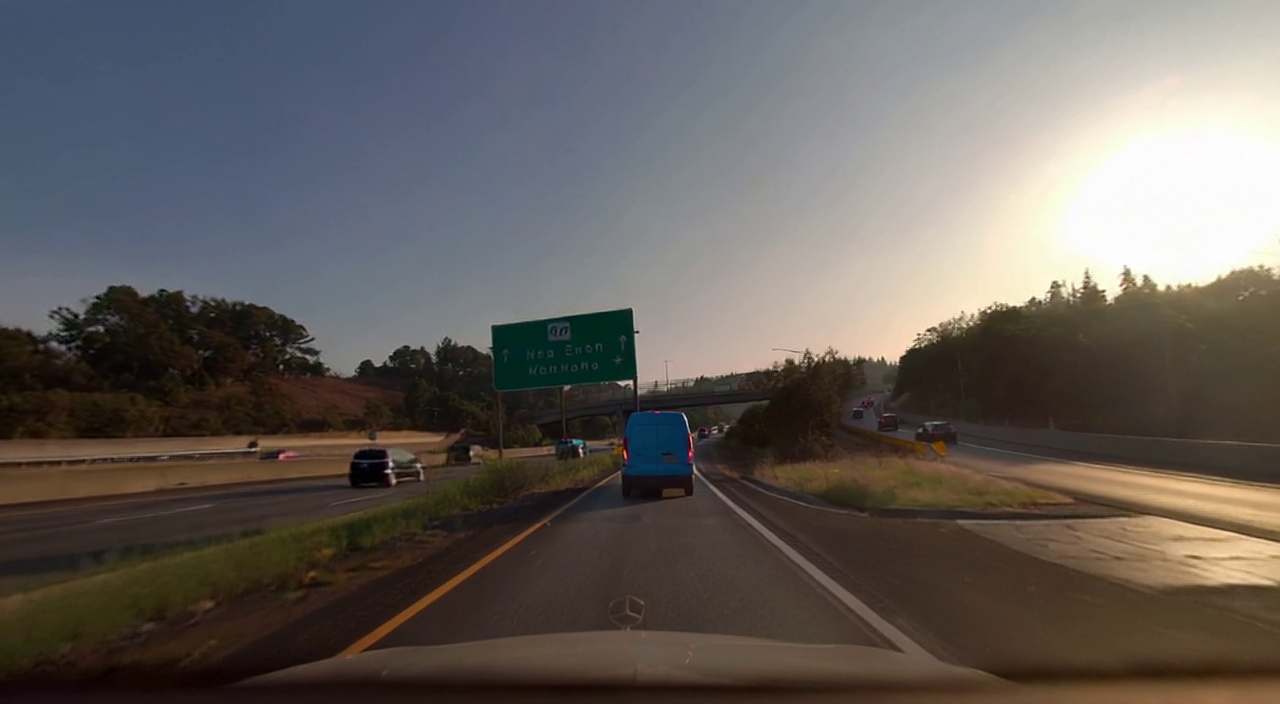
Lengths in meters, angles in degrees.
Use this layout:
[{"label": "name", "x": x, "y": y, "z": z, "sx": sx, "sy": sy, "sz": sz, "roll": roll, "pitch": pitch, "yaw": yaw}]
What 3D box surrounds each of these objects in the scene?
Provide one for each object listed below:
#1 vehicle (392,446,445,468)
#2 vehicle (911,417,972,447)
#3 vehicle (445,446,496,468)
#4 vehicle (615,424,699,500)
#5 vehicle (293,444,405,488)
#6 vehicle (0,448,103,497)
[{"label": "vehicle", "x": -15.765, "y": 7.482, "z": 45.133, "sx": 1.825, "sy": 1.437, "sz": 4.692, "roll": -1, "pitch": -8, "yaw": 4}, {"label": "vehicle", "x": 17.934, "y": 4.825, "z": 37.770, "sx": 2.098, "sy": 1.654, "sz": 4.637, "roll": -2, "pitch": -9, "yaw": 11}, {"label": "vehicle", "x": -11.727, "y": 7.288, "z": 43.967, "sx": 1.918, "sy": 1.451, "sz": 4.668, "roll": -1, "pitch": -9, "yaw": 4}, {"label": "vehicle", "x": 0.435, "y": 3.045, "z": 17.773, "sx": 2.043, "sy": 1.821, "sz": 4.558, "roll": -1, "pitch": -8, "yaw": 0}, {"label": "vehicle", "x": -11.471, "y": 4.493, "z": 25.275, "sx": 1.958, "sy": 1.545, "sz": 4.588, "roll": -1, "pitch": -8, "yaw": 5}, {"label": "vehicle", "x": -20.483, "y": 3.889, "z": 20.511, "sx": 1.884, "sy": 1.447, "sz": 4.502, "roll": -1, "pitch": -8, "yaw": 3}]
